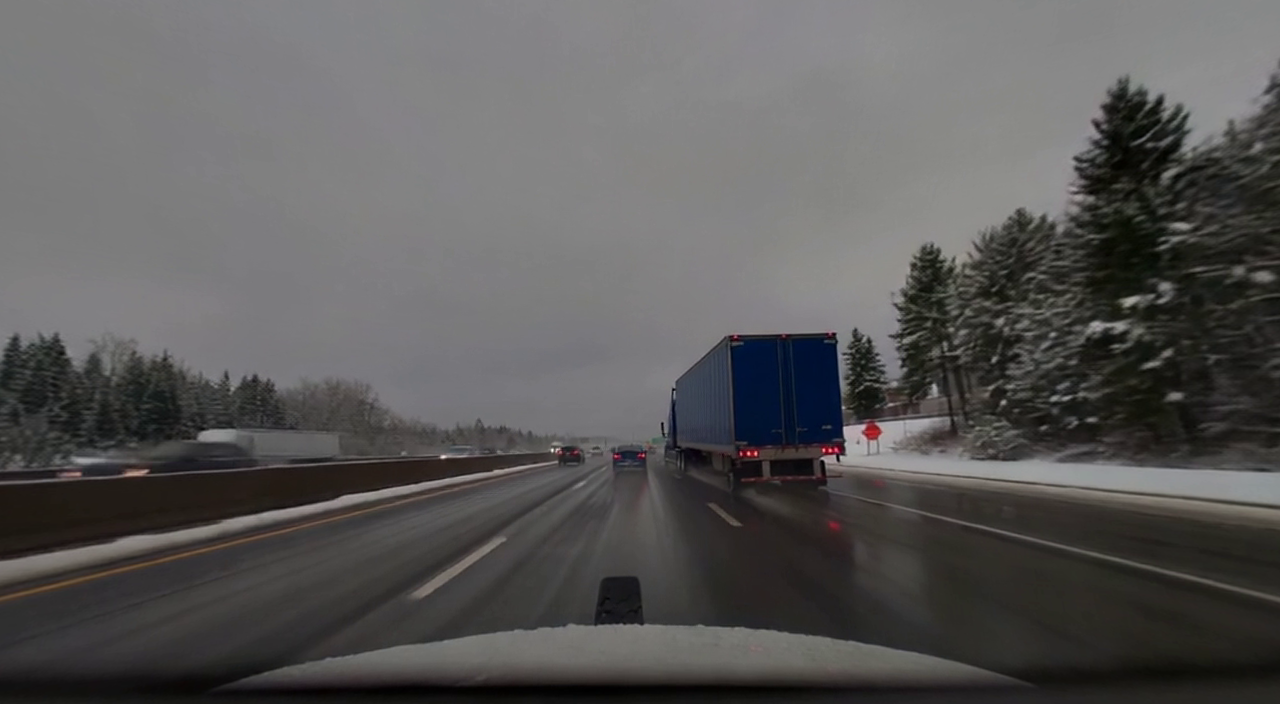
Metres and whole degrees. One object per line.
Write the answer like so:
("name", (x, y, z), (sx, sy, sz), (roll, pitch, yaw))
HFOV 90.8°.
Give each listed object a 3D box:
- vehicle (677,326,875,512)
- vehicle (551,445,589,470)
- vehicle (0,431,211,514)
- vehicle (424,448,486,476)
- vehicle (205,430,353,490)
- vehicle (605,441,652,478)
("vehicle", (3.464, 2.660, 22.021), (2.996, 4.123, 15.965), (0, -9, -1))
("vehicle", (-4.487, 6.834, 41.010), (1.995, 1.491, 4.317), (0, -9, 0))
("vehicle", (-14.020, 3.072, 16.625), (1.997, 1.856, 4.782), (0, -9, 0))
("vehicle", (-10.290, 6.140, 35.444), (2.009, 1.472, 4.305), (0, -9, 2))
("vehicle", (-17.287, 5.211, 30.994), (2.773, 2.568, 7.350), (0, -9, 1))
("vehicle", (-0.538, 5.265, 31.249), (2.191, 1.685, 4.015), (0, -9, 0))
